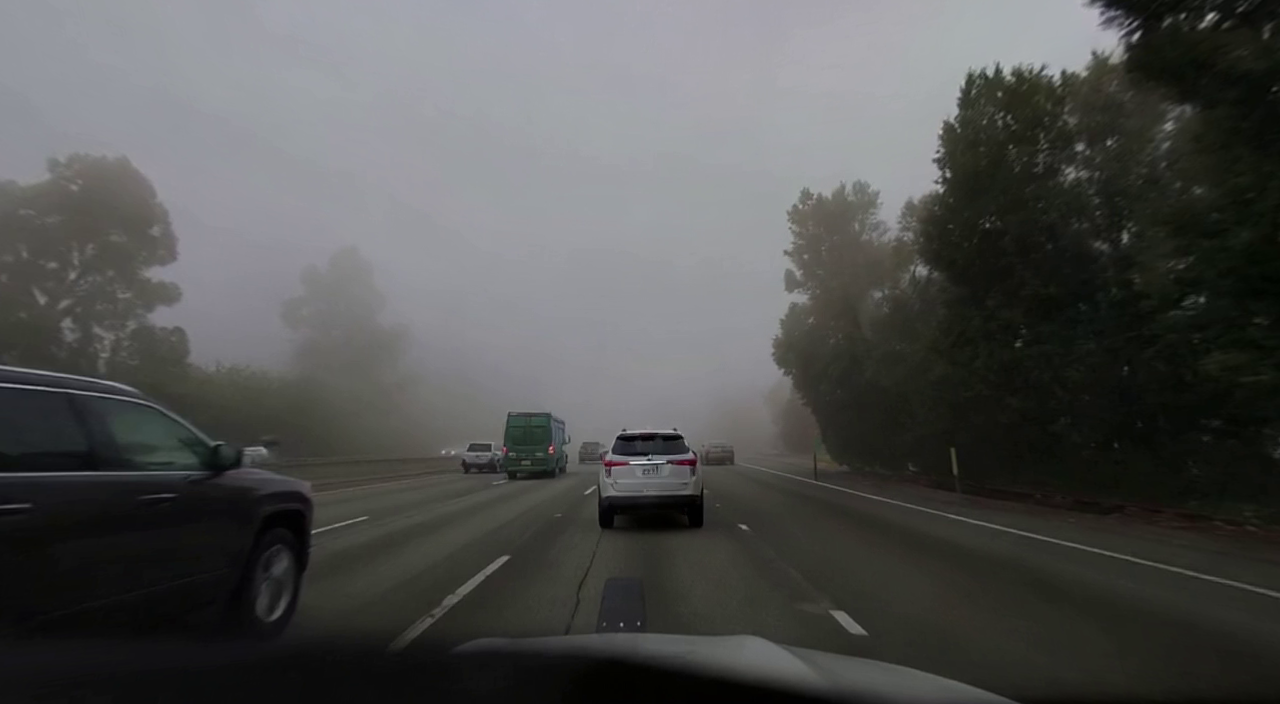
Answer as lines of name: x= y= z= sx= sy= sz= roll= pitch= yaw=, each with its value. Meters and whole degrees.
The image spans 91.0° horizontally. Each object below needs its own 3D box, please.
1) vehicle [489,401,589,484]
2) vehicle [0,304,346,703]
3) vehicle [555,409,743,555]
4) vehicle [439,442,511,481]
vehicle: x=-3.161 y=3.043 z=21.181 sx=2.359 sy=2.399 sz=5.500 roll=0 pitch=-9 yaw=1
vehicle: x=-3.490 y=0.813 z=2.906 sx=2.142 sy=1.808 sz=4.266 roll=0 pitch=-9 yaw=0
vehicle: x=0.068 y=1.856 z=9.651 sx=2.223 sy=1.722 sz=4.177 roll=0 pitch=-9 yaw=-1
vehicle: x=-6.918 y=4.625 z=26.860 sx=1.877 sy=1.490 sz=4.141 roll=0 pitch=-9 yaw=1
